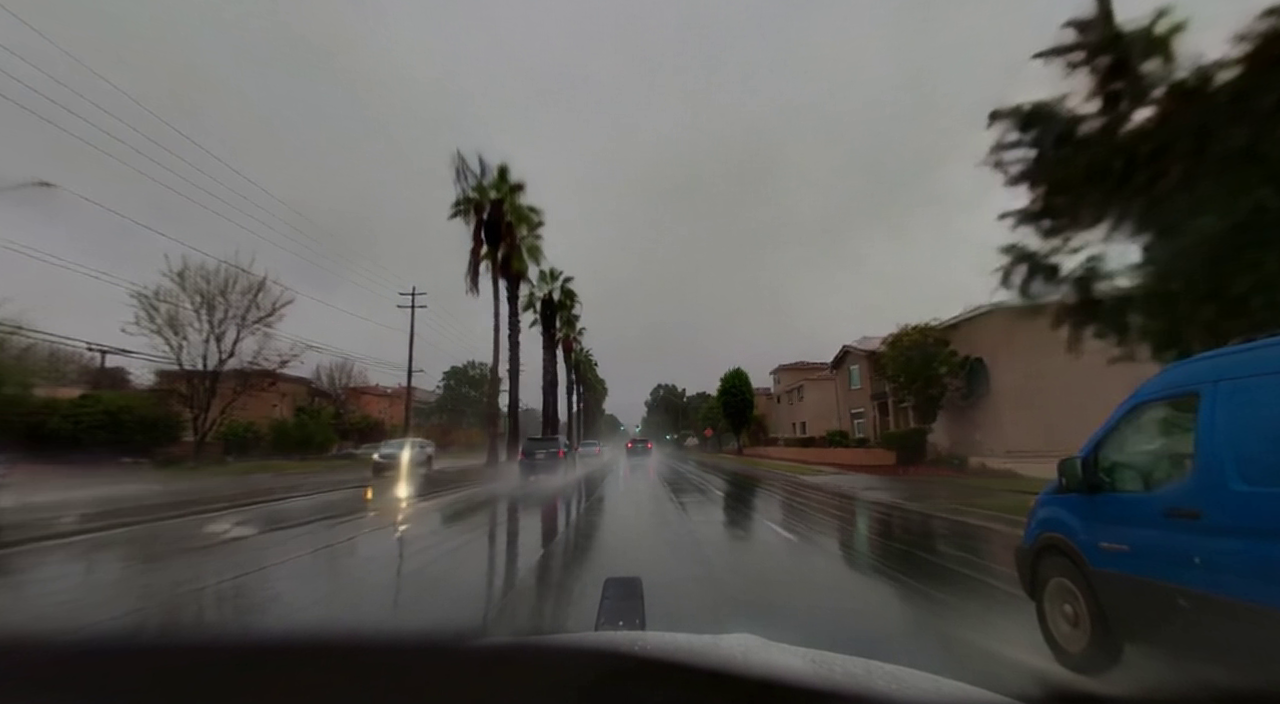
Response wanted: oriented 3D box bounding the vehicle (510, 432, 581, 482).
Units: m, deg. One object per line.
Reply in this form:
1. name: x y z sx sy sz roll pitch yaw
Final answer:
1. vehicle: -3.405 3.866 23.515 1.967 1.703 4.157 0 -8 0

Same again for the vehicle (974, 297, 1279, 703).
1. vehicle: 3.710 0.718 2.380 2.234 1.912 4.847 0 -8 0

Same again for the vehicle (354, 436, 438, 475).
1. vehicle: -11.959 5.093 31.398 2.242 1.770 4.782 0 -8 0

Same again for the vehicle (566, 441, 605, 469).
1. vehicle: -3.015 5.776 35.612 1.869 1.454 4.142 0 -8 -1

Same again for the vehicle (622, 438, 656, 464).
1. vehicle: -0.119 6.951 44.511 2.191 1.761 3.857 0 -8 -2
